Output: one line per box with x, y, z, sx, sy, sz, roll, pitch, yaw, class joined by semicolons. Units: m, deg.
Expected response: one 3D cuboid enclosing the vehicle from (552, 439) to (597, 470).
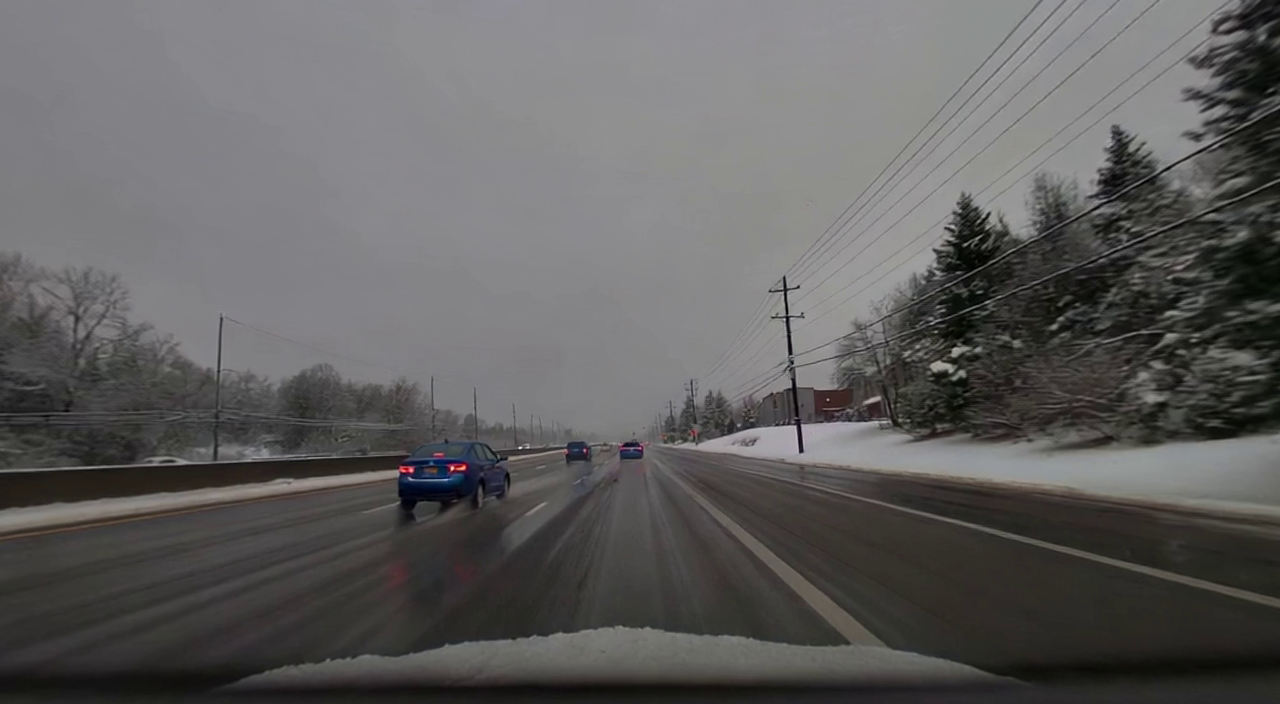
-3.930;6.239;38.591;2.244;1.752;4.439;0;-8;1;vehicle

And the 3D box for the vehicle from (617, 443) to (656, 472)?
-0.209;5.788;34.928;2.030;1.471;4.115;0;-8;0;vehicle

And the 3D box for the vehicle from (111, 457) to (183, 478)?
-38.001;8.916;48.850;1.905;1.445;4.531;0;-8;0;vehicle

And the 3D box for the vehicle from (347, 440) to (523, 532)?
-3.662;2.459;12.215;1.938;1.444;4.206;0;-8;1;vehicle
